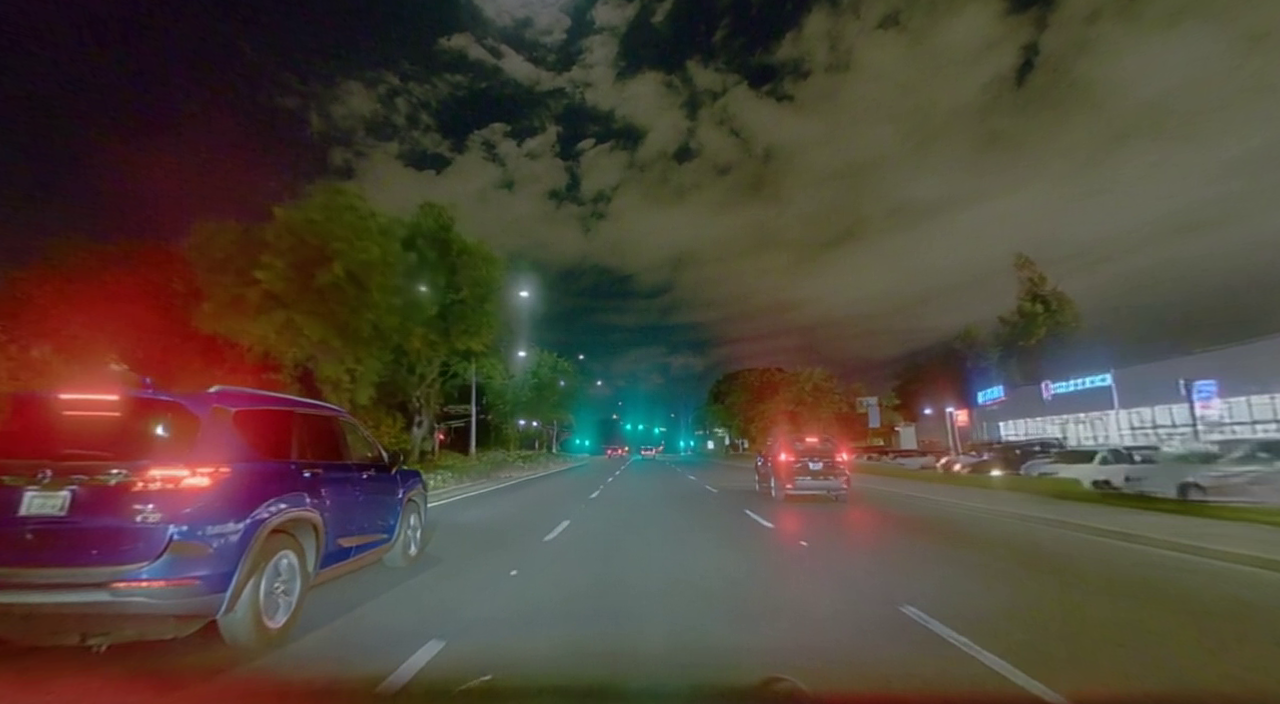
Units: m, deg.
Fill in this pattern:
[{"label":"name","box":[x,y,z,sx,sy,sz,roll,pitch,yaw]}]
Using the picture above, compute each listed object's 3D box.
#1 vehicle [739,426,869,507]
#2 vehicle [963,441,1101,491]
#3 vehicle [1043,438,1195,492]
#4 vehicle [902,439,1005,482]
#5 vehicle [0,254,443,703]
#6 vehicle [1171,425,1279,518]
[{"label":"vehicle","box":[3.962,2.846,16.097,2.024,1.773,4.431,0,-8,-1]},{"label":"vehicle","box":[13.539,3.929,22.193,1.845,1.497,4.709,-2,-8,1]},{"label":"vehicle","box":[16.339,3.832,21.818,1.896,1.661,4.166,0,-8,-1]},{"label":"vehicle","box":[13.549,4.695,27.635,1.880,1.671,5.180,0,-8,0]},{"label":"vehicle","box":[-3.269,0.970,4.409,2.210,1.925,4.838,0,-8,0]},{"label":"vehicle","box":[12.161,2.101,11.038,1.781,1.615,4.095,1,-9,-8]}]
